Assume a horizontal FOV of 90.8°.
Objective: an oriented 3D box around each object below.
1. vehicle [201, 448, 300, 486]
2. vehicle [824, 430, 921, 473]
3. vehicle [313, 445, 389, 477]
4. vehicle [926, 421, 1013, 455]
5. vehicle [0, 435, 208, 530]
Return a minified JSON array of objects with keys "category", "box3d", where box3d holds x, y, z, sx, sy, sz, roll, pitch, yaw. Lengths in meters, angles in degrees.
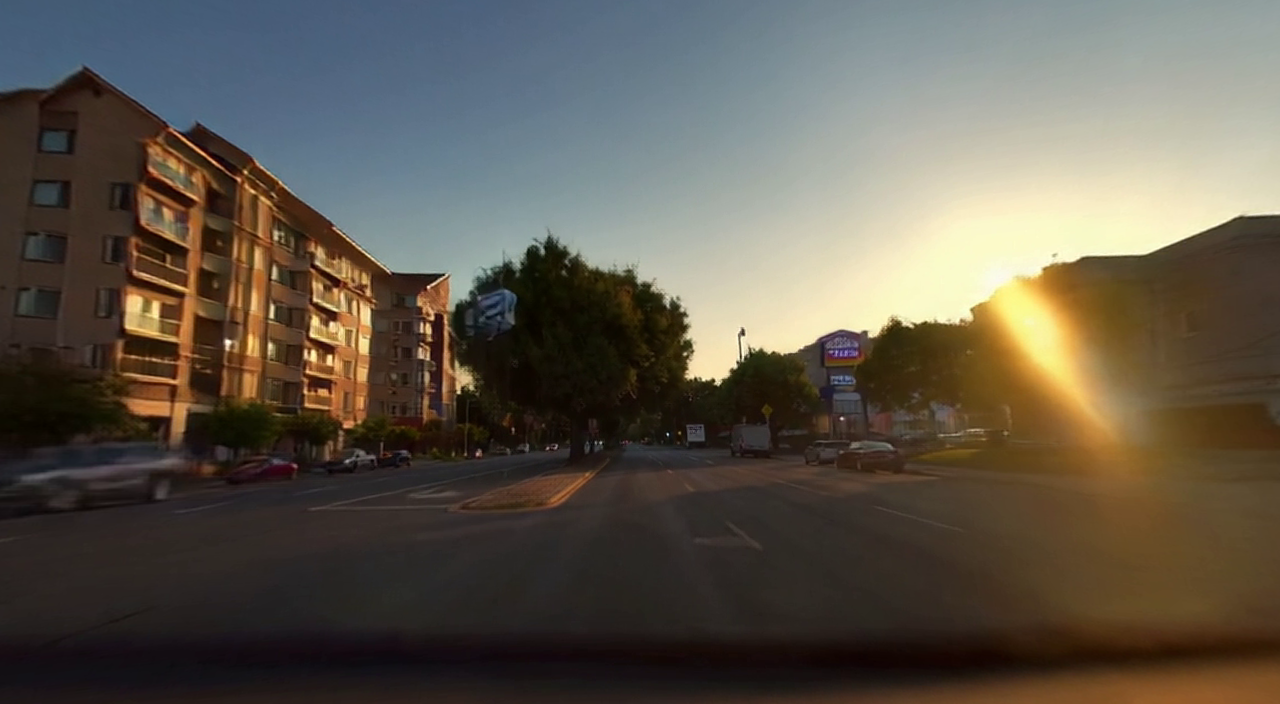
[{"category":"vehicle","box3d":[-19.222,5.667,31.440,2.167,1.700,4.406,-1,-9,-2]},{"category":"vehicle","box3d":[9.972,4.298,27.595,2.183,1.698,5.010,1,-8,-2]},{"category":"vehicle","box3d":[-19.244,7.226,42.406,2.247,1.820,5.907,-4,-9,1]},{"category":"vehicle","box3d":[19.210,5.090,37.205,2.067,1.804,5.183,0,-8,-3]},{"category":"vehicle","box3d":[-12.295,2.758,13.995,2.262,1.732,4.501,0,-8,-1]}]
